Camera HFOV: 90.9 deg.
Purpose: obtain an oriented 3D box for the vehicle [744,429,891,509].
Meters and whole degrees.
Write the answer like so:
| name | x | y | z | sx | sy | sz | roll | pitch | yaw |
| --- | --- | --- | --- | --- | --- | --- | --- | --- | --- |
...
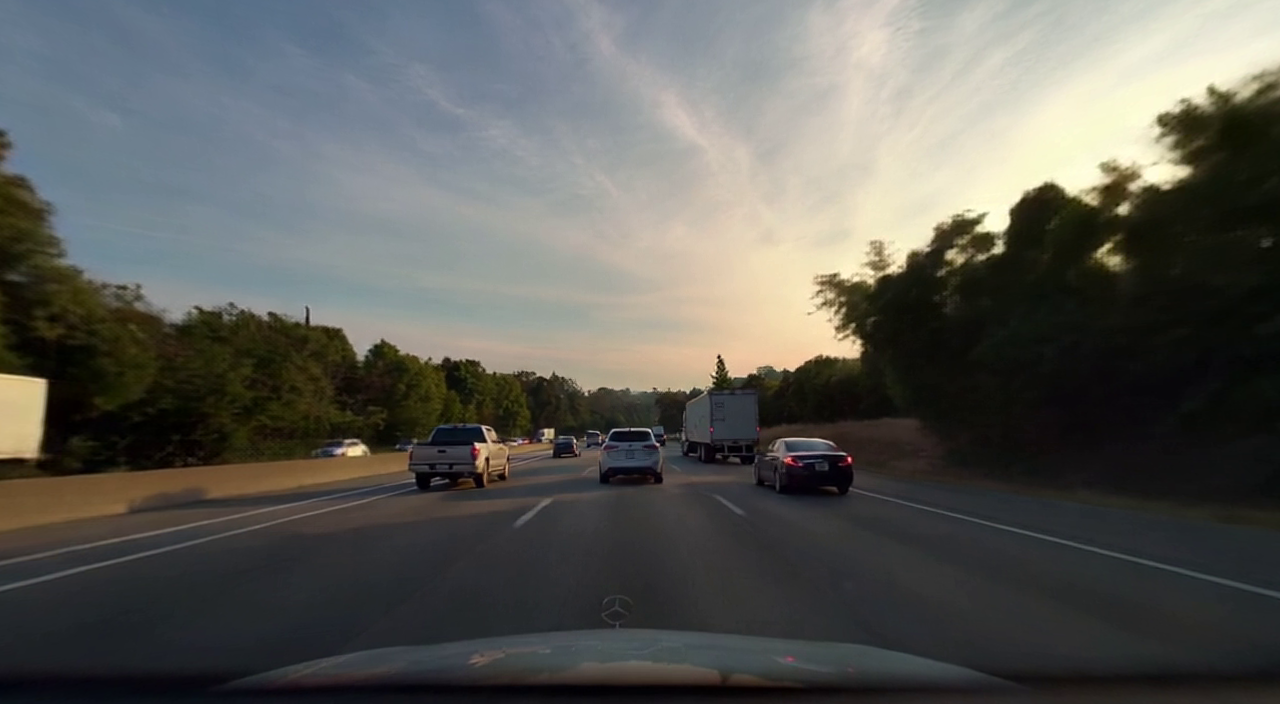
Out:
| name | x | y | z | sx | sy | sz | roll | pitch | yaw |
| --- | --- | --- | --- | --- | --- | --- | --- | --- | --- |
| vehicle | 3.672 | 2.472 | 13.850 | 1.951 | 1.477 | 3.963 | 0 | -8 | -2 |

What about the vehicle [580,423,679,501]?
| name | x | y | z | sx | sy | sz | roll | pitch | yaw |
| --- | --- | --- | --- | --- | --- | --- | --- | --- | --- |
| vehicle | -0.249 | 2.584 | 15.245 | 2.083 | 1.647 | 3.799 | 0 | -8 | -1 |

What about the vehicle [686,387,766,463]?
| name | x | y | z | sx | sy | sz | roll | pitch | yaw |
| --- | --- | --- | --- | --- | --- | --- | --- | --- | --- |
| vehicle | 5.174 | 4.910 | 41.281 | 2.888 | 4.135 | 14.071 | 0 | -8 | -2 |

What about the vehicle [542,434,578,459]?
| name | x | y | z | sx | sy | sz | roll | pitch | yaw |
| --- | --- | --- | --- | --- | --- | --- | --- | --- | --- |
| vehicle | -5.476 | 6.478 | 43.465 | 1.971 | 1.648 | 3.983 | 0 | -8 | -1 |

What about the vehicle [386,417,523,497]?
| name | x | y | z | sx | sy | sz | roll | pitch | yaw |
| --- | --- | --- | --- | --- | --- | --- | --- | --- | --- |
| vehicle | -4.546 | 2.649 | 16.347 | 2.101 | 1.767 | 4.702 | 0 | -8 | 0 |
